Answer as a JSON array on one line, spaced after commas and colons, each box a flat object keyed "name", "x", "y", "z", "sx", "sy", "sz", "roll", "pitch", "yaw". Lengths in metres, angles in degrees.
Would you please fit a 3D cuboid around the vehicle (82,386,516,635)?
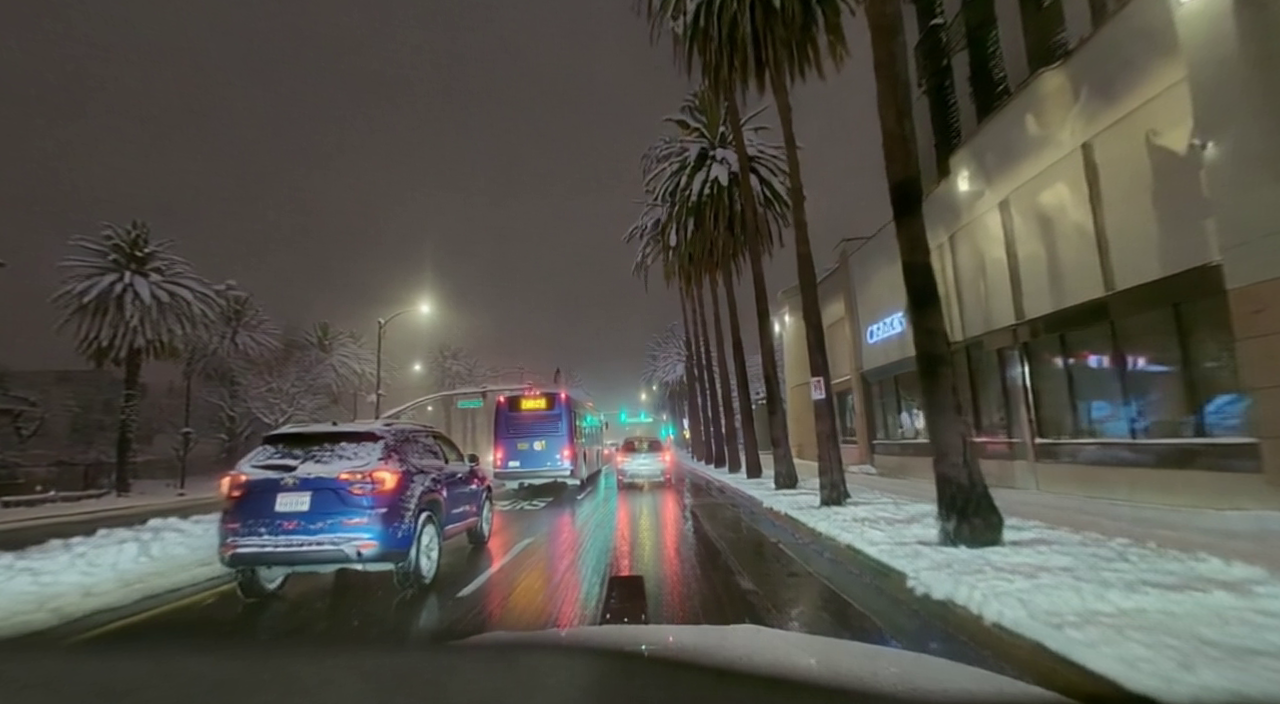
[{"name": "vehicle", "x": -2.948, "y": 1.478, "z": 6.959, "sx": 2.124, "sy": 1.799, "sz": 4.587, "roll": 0, "pitch": -8, "yaw": 1}]

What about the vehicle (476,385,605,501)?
[{"name": "vehicle", "x": -2.871, "y": 2.995, "z": 20.919, "sx": 2.775, "sy": 3.064, "sz": 8.297, "roll": 0, "pitch": -8, "yaw": 1}]

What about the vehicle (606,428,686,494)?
[{"name": "vehicle", "x": 0.188, "y": 3.159, "z": 18.671, "sx": 2.120, "sy": 1.727, "sz": 3.917, "roll": 0, "pitch": -8, "yaw": 1}]
